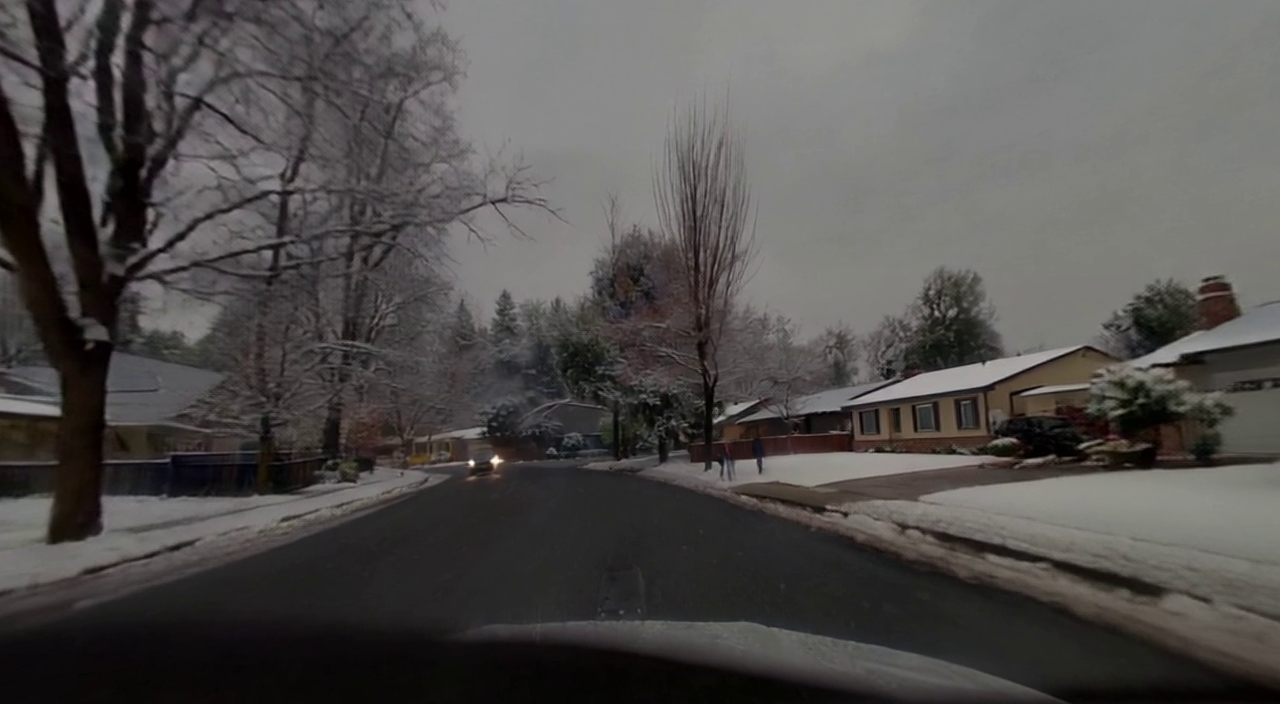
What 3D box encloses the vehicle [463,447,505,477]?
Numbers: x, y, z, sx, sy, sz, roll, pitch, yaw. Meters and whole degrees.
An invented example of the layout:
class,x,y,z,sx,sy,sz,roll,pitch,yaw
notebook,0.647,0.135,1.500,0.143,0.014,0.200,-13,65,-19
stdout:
class,x,y,z,sx,sy,sz,roll,pitch,yaw
vehicle,-9.729,6.867,39.735,2.217,1.751,4.763,1,-9,-10
